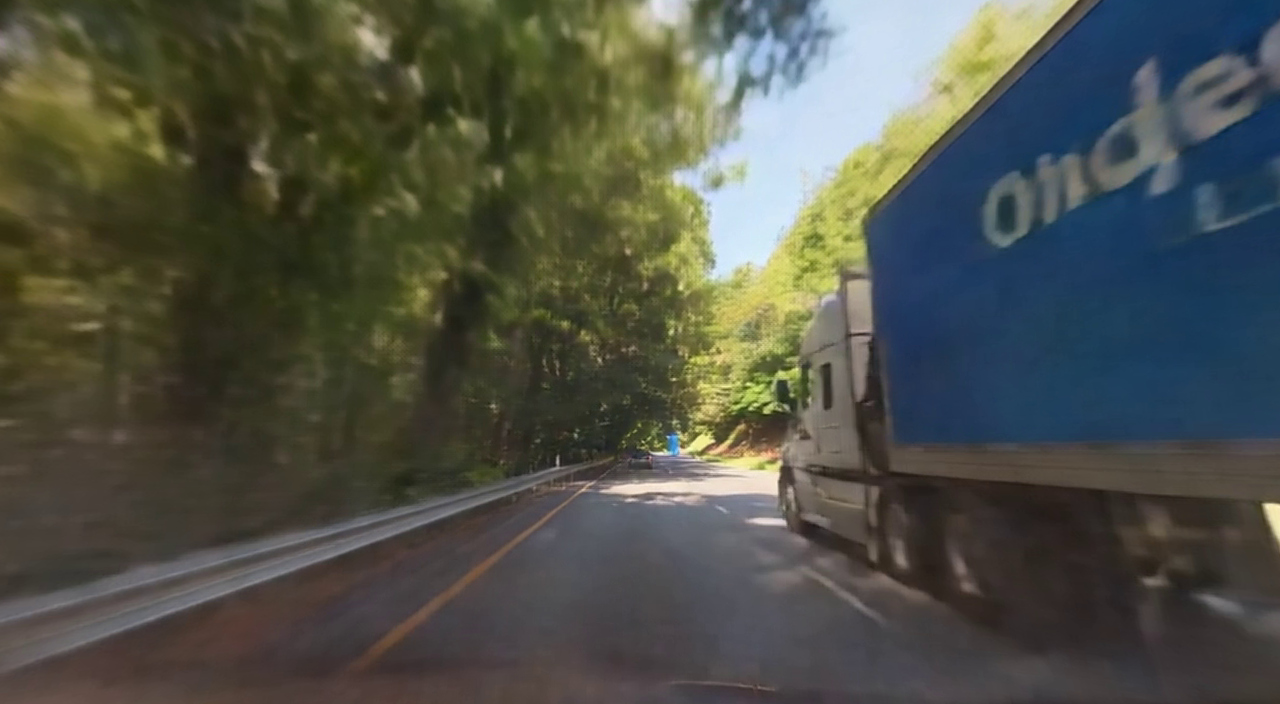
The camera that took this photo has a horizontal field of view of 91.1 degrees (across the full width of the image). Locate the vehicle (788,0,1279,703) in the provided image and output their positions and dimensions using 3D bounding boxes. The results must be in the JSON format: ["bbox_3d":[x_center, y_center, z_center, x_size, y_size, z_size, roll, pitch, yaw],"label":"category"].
[{"bbox_3d":[3.873,-0.106,3.694,3.442,4.027,10.568,-1,-9,0],"label":"vehicle"}]
